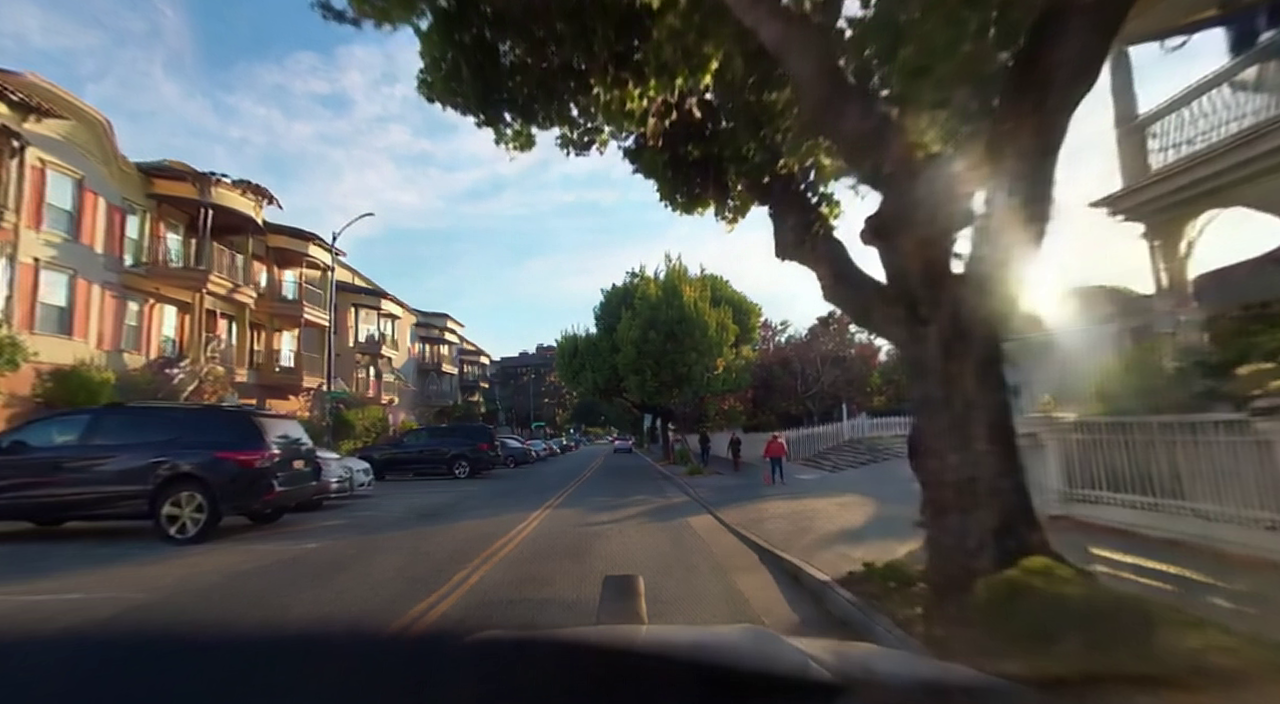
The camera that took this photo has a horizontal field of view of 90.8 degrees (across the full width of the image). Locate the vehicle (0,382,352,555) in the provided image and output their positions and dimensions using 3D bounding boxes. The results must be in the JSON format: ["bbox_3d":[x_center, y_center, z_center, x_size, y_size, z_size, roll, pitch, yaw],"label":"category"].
[{"bbox_3d":[-7.606,1.604,9.010,5.824,2.125,2.233,1,-9,-4],"label":"vehicle"}]

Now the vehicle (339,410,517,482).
[{"bbox_3d":[-7.554,3.428,23.143,5.592,2.439,2.515,0,-9,-2],"label":"vehicle"}]
